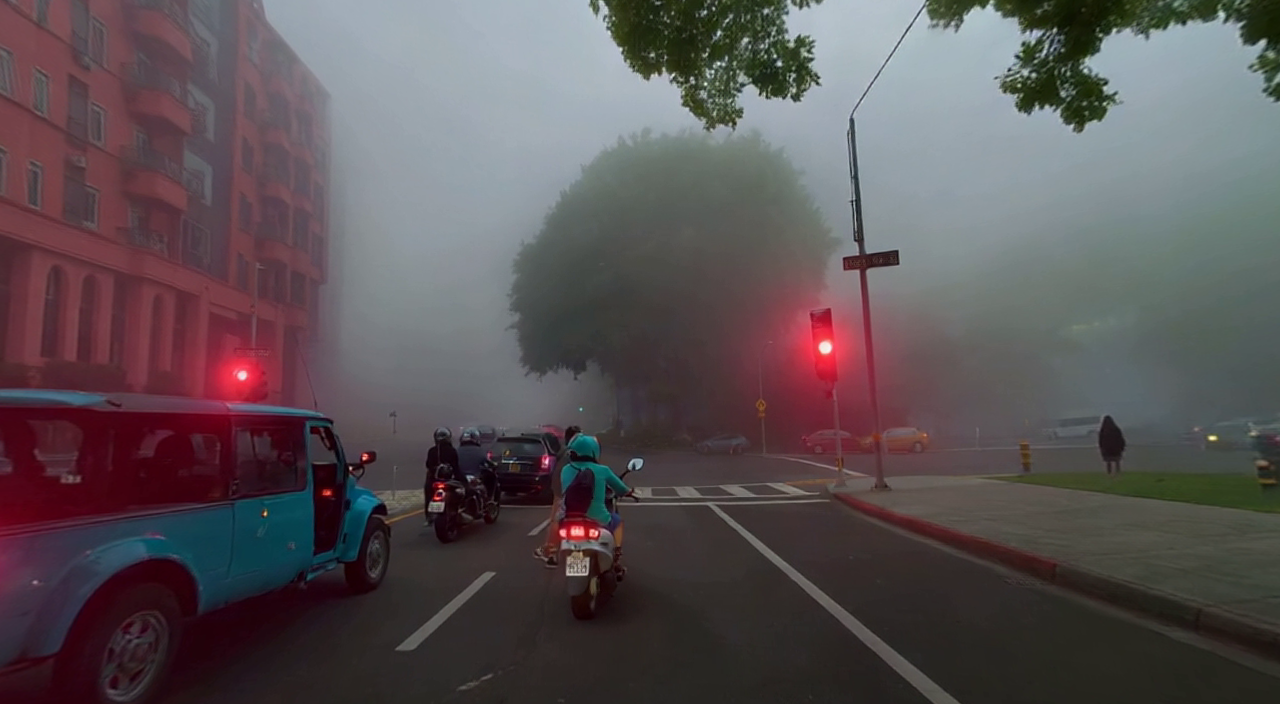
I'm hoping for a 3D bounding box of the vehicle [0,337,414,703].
[{"bbox_3d":[-3.582,1.169,4.626,2.000,1.809,4.855,0,-9,1],"label":"vehicle"}]

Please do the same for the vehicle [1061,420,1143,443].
[{"bbox_3d":[30.826,5.334,42.113,1.751,1.420,4.027,8,-12,-43],"label":"vehicle"}]

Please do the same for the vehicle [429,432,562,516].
[{"bbox_3d":[-3.098,2.711,14.451,1.935,1.615,4.073,-1,-9,2],"label":"vehicle"}]

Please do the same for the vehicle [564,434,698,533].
[{"bbox_3d":[-0.099,2.302,11.622,2.025,1.458,4.085,-1,-9,1],"label":"vehicle"}]

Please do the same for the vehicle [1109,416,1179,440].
[{"bbox_3d":[37.052,5.611,46.378,1.716,1.543,3.682,8,-12,-41],"label":"vehicle"}]
